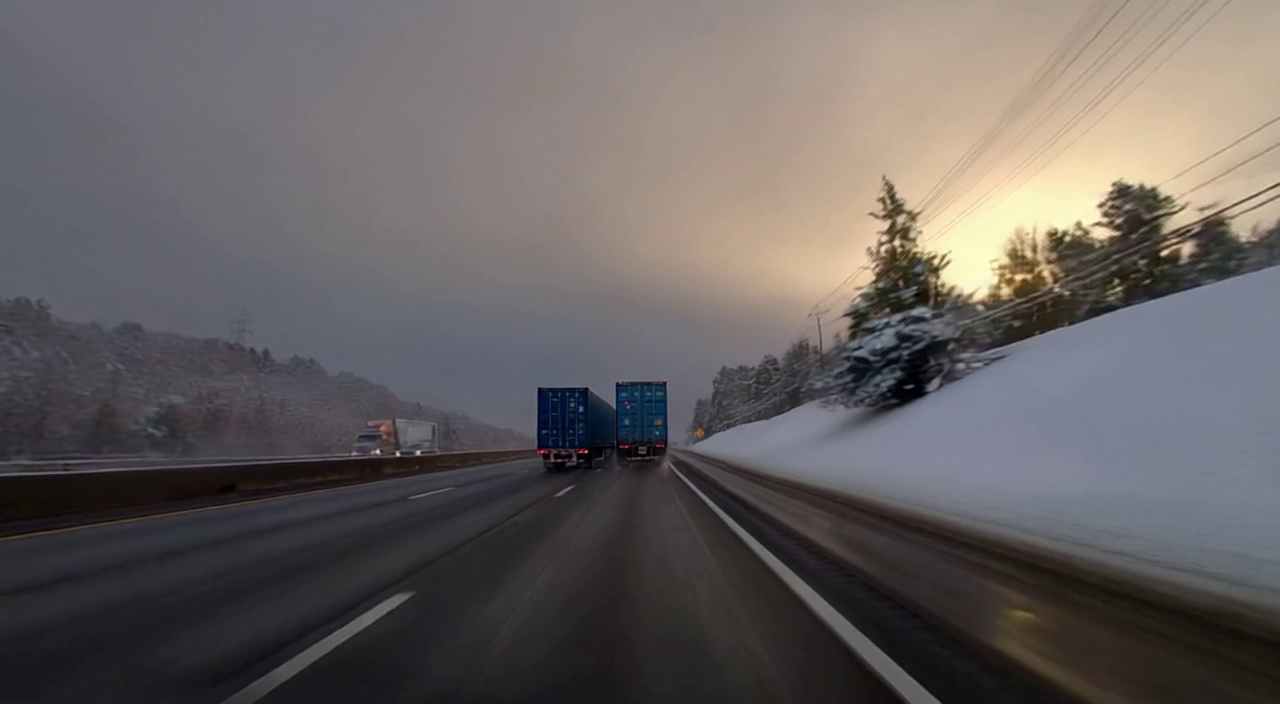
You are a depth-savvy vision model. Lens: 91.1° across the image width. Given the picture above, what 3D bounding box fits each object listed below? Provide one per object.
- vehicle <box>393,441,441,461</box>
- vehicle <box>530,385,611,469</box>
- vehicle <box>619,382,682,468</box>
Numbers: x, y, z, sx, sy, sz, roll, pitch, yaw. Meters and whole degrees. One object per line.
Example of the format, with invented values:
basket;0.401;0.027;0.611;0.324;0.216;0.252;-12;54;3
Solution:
vehicle;-17.211;7.666;48.679;2.010;1.488;4.362;0;-8;1
vehicle;-3.698;4.628;37.614;3.065;4.105;13.706;0;-8;1
vehicle;0.380;4.309;36.039;3.006;4.120;11.586;0;-8;-1
